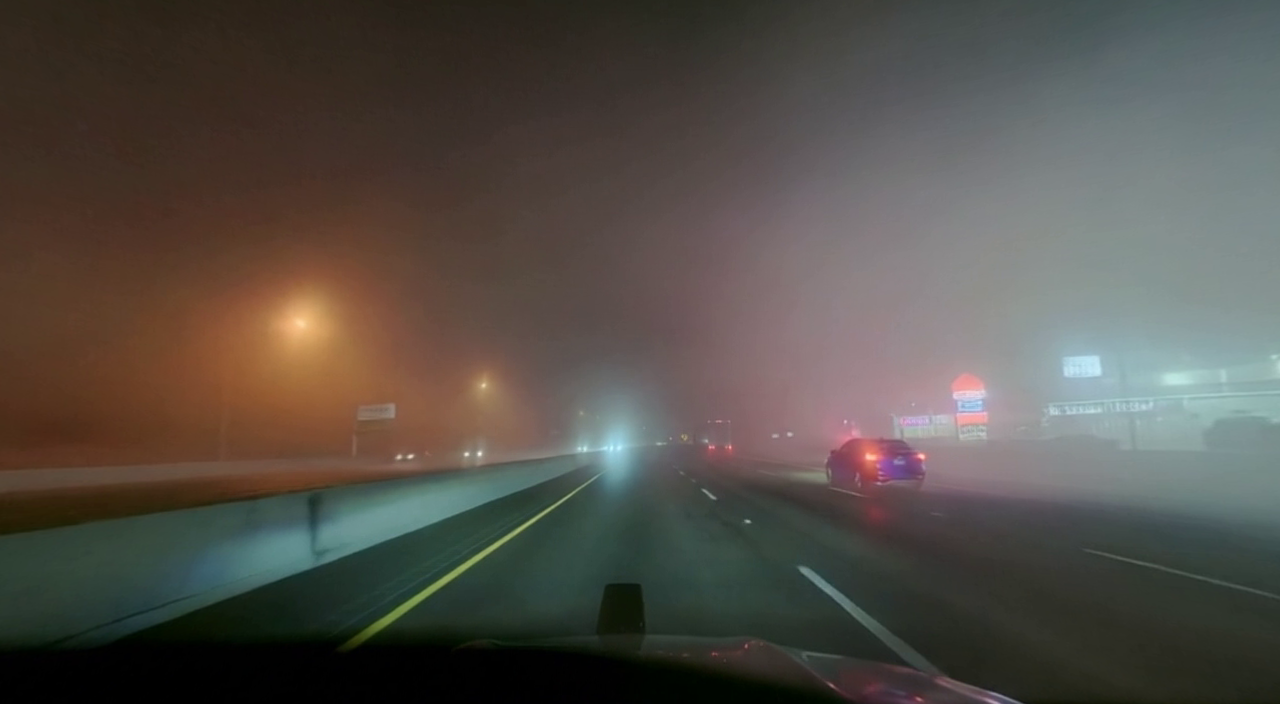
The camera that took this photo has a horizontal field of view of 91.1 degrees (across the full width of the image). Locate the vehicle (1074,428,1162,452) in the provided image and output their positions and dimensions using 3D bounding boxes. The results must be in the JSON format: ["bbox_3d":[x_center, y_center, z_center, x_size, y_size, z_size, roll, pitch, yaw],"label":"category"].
[{"bbox_3d":[36.480,6.723,47.968,5.072,1.505,1.870,-3,-7,1],"label":"vehicle"}]

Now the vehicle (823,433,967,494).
[{"bbox_3d":[7.226,3.215,18.521,2.079,1.518,5.032,0,-8,-1],"label":"vehicle"}]

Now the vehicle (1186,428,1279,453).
[{"bbox_3d":[36.385,5.411,38.325,4.289,1.420,1.873,0,-8,0],"label":"vehicle"}]
